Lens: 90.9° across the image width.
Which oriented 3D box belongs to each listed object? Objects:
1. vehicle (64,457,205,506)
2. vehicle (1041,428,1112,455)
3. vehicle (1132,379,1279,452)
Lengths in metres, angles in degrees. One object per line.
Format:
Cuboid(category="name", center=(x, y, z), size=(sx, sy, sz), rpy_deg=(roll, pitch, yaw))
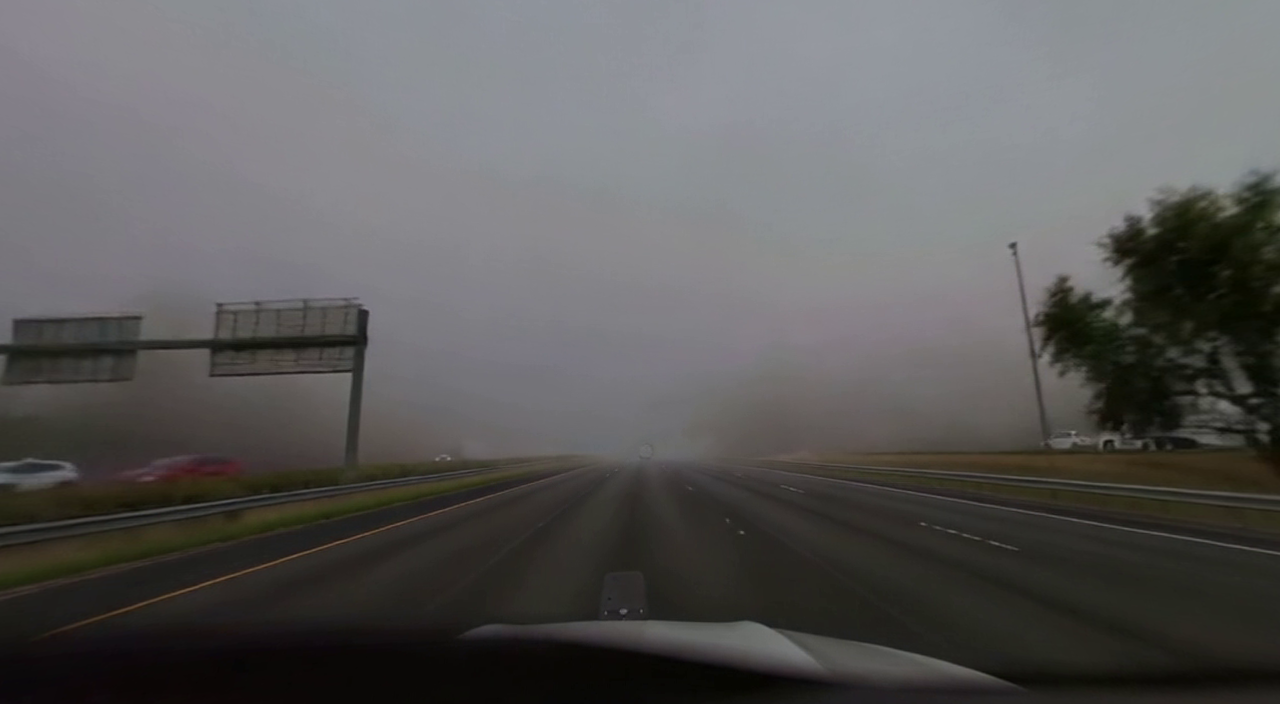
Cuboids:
Cuboid(category="vehicle", center=(-16.562, 4.231, 20.905), size=(1.639, 1.433, 3.624), rpy_deg=(0, -9, 0))
Cuboid(category="vehicle", center=(31.297, 6.462, 45.305), size=(2.038, 1.823, 3.744), rpy_deg=(1, -9, -9))
Cuboid(category="vehicle", center=(37.196, 3.913, 37.587), size=(2.876, 4.046, 13.881), rpy_deg=(1, -9, -8))
